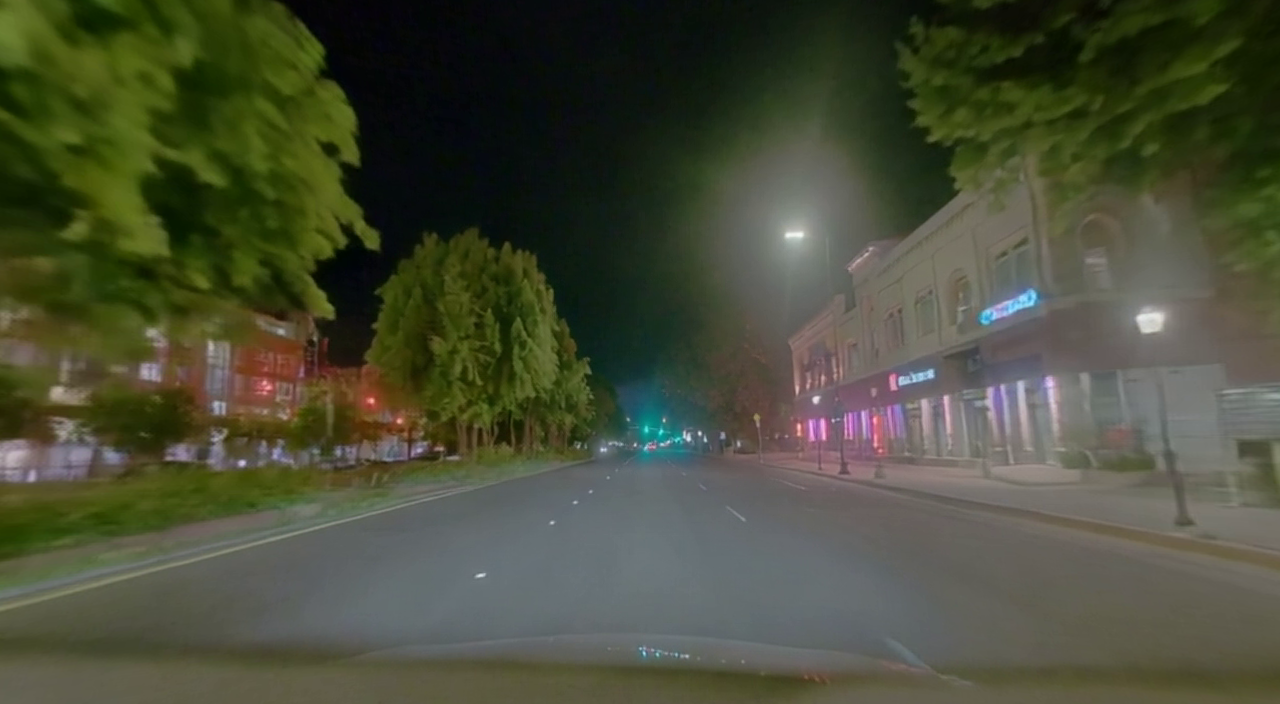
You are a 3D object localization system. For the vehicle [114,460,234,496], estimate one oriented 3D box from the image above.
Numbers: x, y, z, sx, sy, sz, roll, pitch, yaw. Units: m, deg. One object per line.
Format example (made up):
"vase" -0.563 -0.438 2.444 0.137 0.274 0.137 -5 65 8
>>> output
"vehicle" -22.336 6.029 30.471 2.135 1.467 4.653 -1 -9 2
